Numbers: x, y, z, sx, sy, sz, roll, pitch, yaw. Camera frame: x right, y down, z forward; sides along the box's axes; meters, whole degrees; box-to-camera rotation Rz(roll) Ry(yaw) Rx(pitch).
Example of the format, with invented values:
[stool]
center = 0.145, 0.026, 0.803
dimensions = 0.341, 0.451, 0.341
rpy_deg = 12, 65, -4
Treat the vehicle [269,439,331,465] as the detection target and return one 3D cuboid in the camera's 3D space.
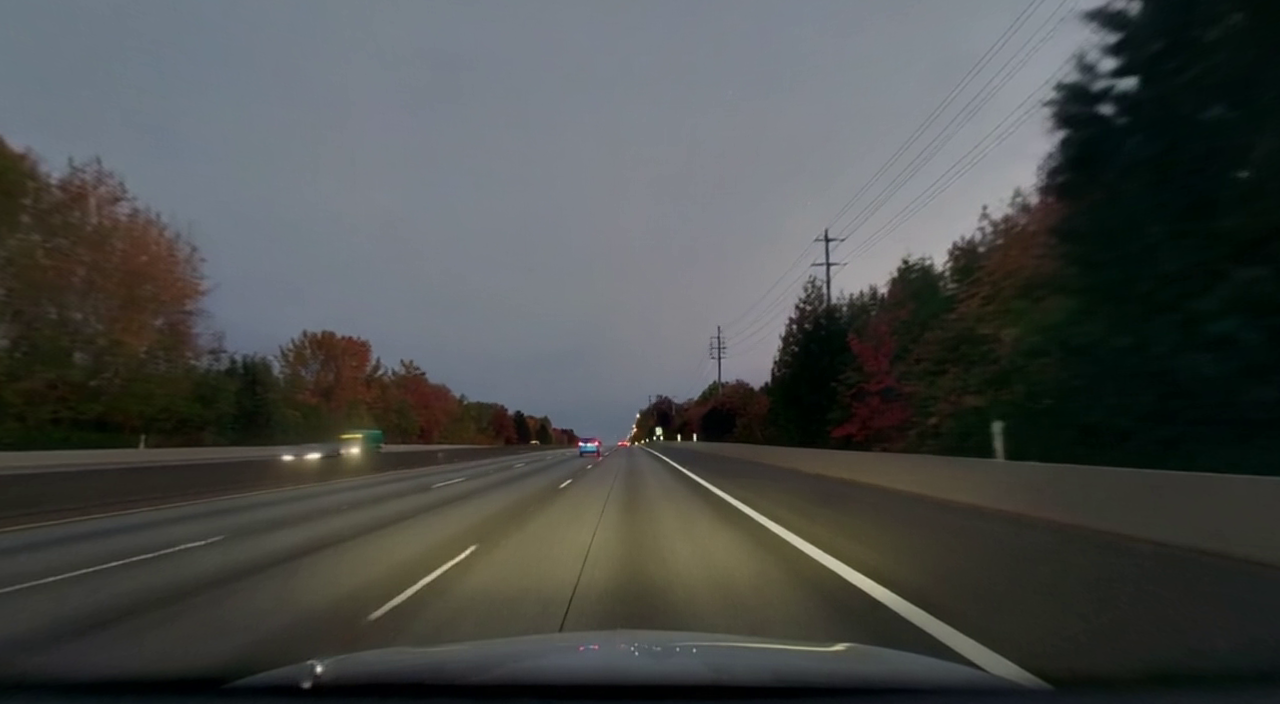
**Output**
[vehicle]
center = -21.262, 6.255, 39.458
dimensions = 1.760, 1.492, 3.840
rpy_deg = 0, -8, -1
